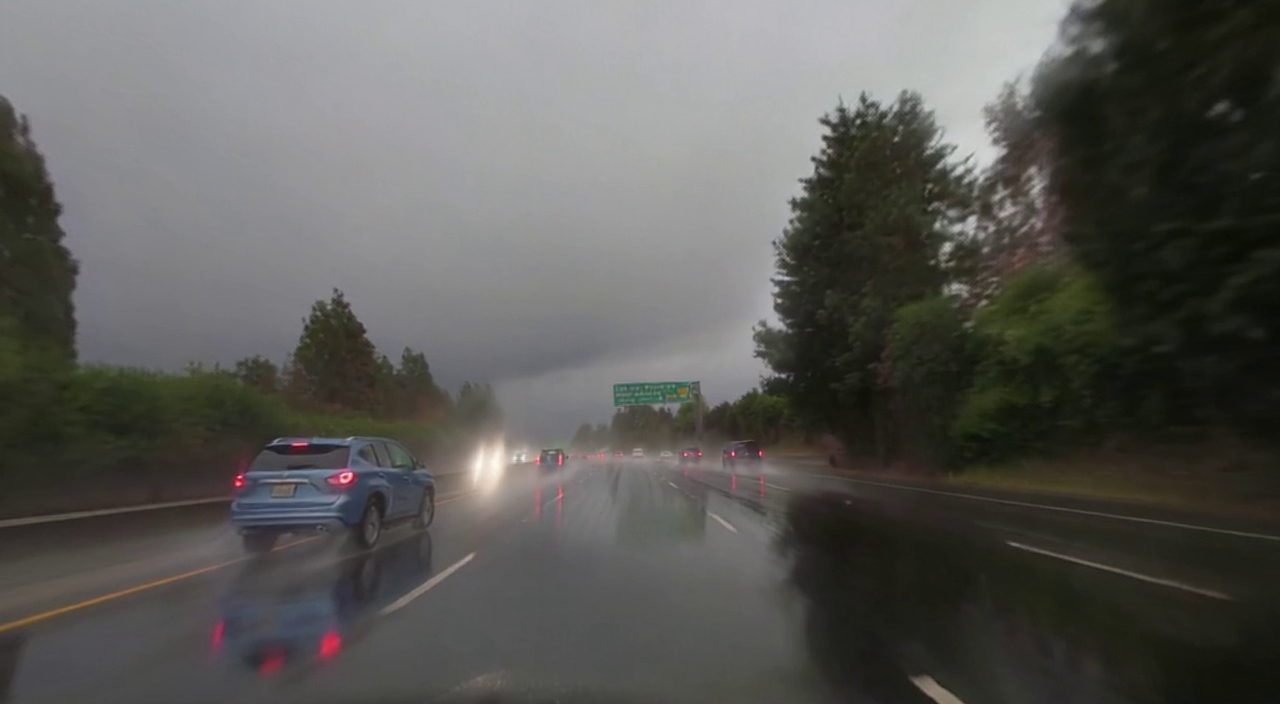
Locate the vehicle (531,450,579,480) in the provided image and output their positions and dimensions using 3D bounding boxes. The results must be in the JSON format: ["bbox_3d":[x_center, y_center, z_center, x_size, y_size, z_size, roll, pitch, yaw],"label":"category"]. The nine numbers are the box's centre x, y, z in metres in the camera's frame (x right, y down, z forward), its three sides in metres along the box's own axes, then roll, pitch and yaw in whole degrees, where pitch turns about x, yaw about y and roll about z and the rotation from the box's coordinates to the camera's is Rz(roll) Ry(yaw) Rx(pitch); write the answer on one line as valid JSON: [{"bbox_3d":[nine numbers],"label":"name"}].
[{"bbox_3d":[-4.450,5.961,33.529,2.009,1.488,4.289,0,-9,-1],"label":"vehicle"}]

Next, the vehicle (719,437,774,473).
[{"bbox_3d":[6.591,6.476,39.672,2.378,2.096,5.119,0,-9,-2],"label":"vehicle"}]

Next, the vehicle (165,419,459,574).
[{"bbox_3d":[-4.382,1.992,9.411,2.079,1.745,4.281,0,-9,0],"label":"vehicle"}]
